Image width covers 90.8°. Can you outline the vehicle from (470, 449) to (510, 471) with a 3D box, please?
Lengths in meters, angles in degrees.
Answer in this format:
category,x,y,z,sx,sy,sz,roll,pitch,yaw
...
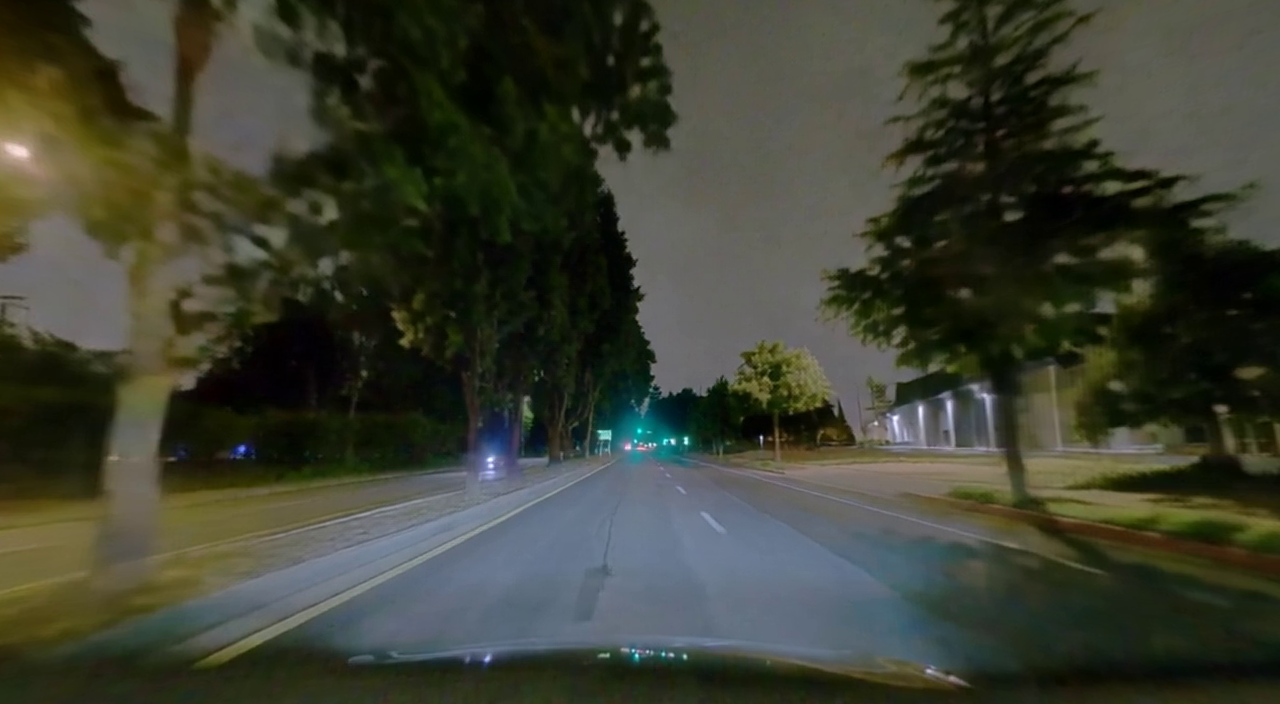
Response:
category,x,y,z,sx,sy,sz,roll,pitch,yaw
vehicle,-11.112,8.003,47.047,1.825,1.473,4.357,0,-9,0
